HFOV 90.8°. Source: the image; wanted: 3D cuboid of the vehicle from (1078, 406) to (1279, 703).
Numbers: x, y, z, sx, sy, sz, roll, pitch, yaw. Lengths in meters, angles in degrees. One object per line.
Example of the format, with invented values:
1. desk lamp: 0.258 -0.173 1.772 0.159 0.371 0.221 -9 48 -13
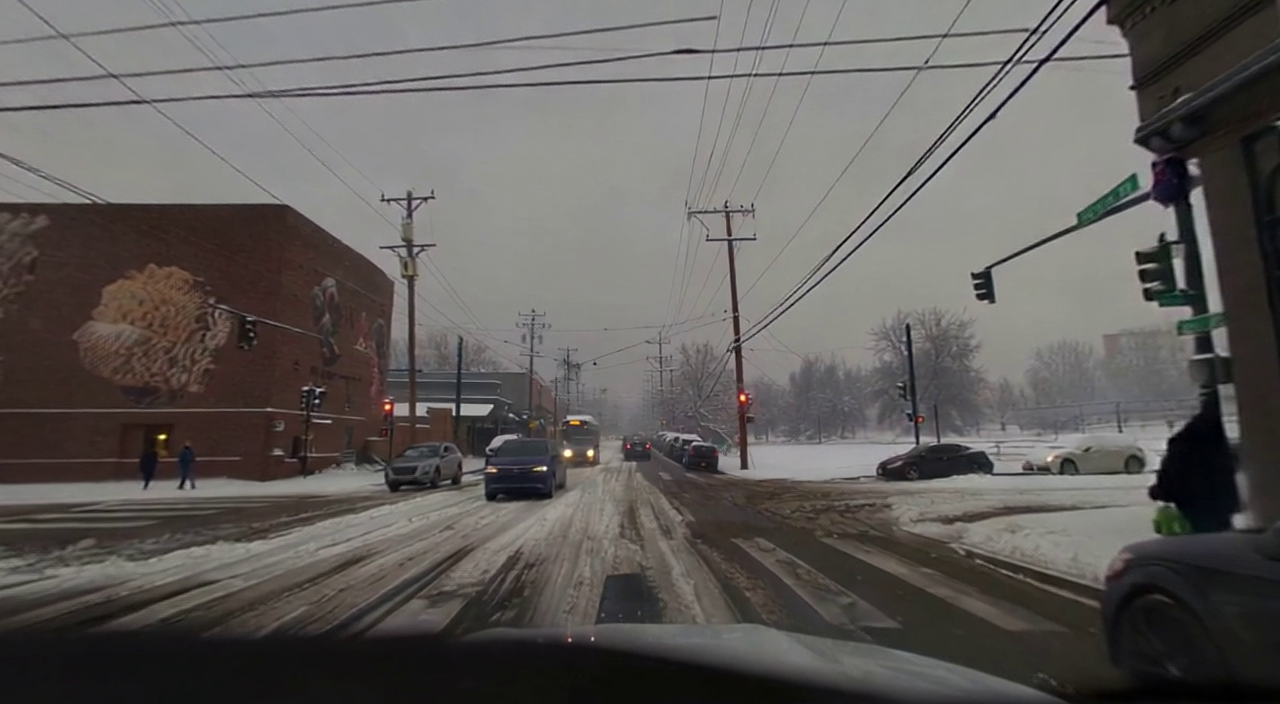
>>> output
1. vehicle: 3.487 0.799 1.257 1.949 1.521 4.445 0 -8 -1

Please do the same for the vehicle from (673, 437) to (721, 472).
1. vehicle: 3.033 5.652 34.745 2.171 1.751 4.373 0 -9 -1

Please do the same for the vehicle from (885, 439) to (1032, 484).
1. vehicle: 12.206 4.220 24.500 4.576 1.650 1.980 -1 -9 2

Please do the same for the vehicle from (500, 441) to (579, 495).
1. vehicle: -3.364 3.941 21.867 2.055 1.660 3.954 0 -8 0

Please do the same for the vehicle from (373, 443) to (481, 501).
1. vehicle: -7.096 4.014 21.731 1.892 1.706 5.224 0 -8 0

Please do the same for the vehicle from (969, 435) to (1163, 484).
1. vehicle: 14.254 3.619 21.372 5.045 1.527 2.107 0 -9 -1

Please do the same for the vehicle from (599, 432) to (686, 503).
1. vehicle: 0.053 3.227 18.058 2.190 1.783 4.048 0 -8 0
